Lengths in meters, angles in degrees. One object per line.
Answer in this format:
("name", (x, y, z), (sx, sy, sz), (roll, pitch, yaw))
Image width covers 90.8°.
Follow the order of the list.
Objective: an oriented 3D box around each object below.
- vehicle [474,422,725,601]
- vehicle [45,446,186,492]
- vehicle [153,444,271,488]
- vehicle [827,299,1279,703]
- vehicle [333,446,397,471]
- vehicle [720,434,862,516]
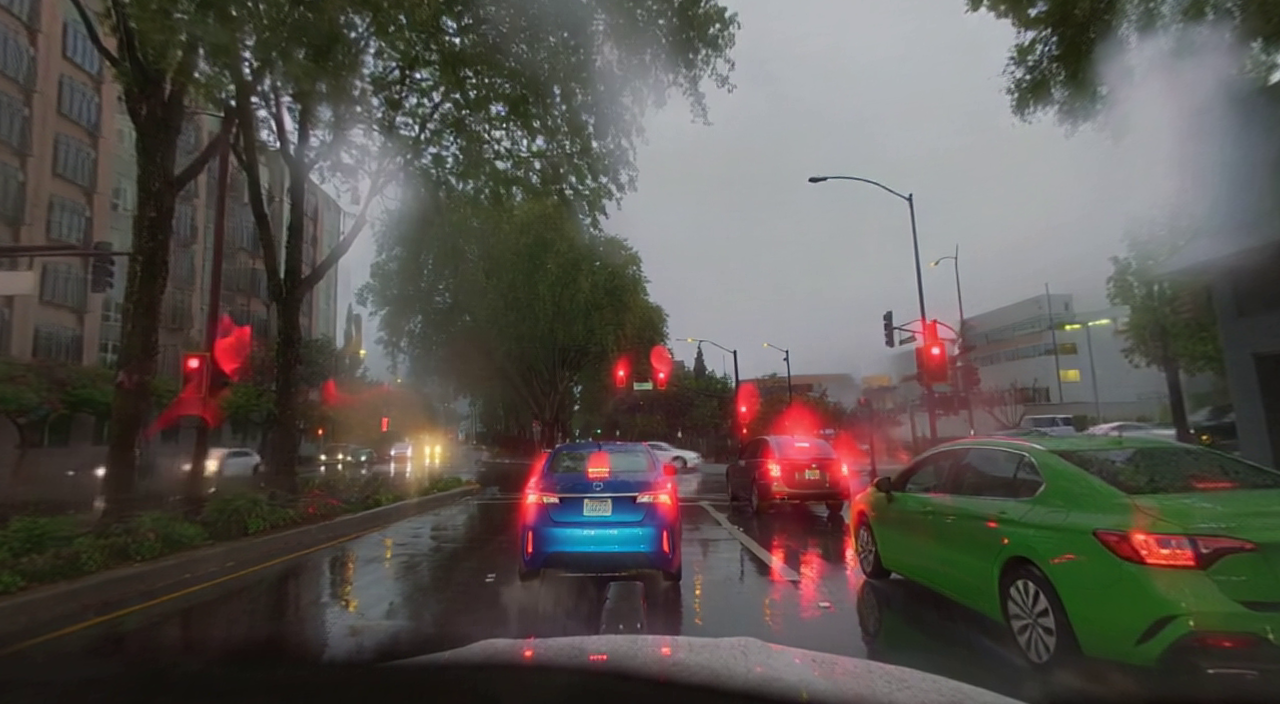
("vehicle", (-0.367, 1.654, 7.405), (2.143, 1.520, 3.848), (0, -8, -1))
("vehicle", (-21.705, 4.819, 26.444), (1.935, 1.701, 4.590), (0, -8, 0))
("vehicle", (-17.990, 4.774, 26.844), (1.976, 1.667, 4.274), (0, -8, 1))
("vehicle", (3.582, 1.106, 5.067), (2.572, 1.945, 5.065), (0, -8, 0))
("vehicle", (-18.032, 6.968, 41.665), (2.130, 1.550, 4.618), (0, -8, 0))
("vehicle", (3.160, 2.677, 14.322), (2.026, 1.549, 4.559), (0, -8, -1))
